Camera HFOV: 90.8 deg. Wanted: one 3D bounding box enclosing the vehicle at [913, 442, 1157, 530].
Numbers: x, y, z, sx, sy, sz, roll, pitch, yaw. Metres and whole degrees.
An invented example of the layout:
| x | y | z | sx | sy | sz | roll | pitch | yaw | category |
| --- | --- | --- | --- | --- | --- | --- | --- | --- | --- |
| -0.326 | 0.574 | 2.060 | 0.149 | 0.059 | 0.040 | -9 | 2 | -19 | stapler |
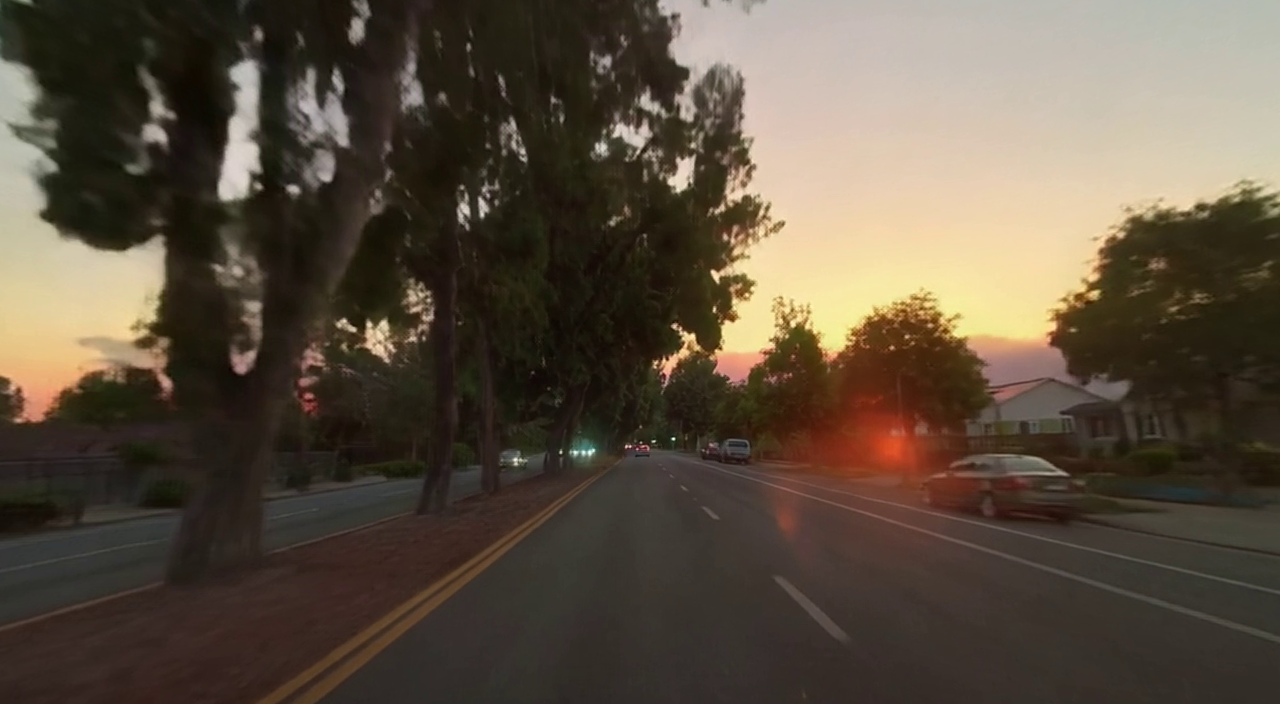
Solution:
| x | y | z | sx | sy | sz | roll | pitch | yaw | category |
| --- | --- | --- | --- | --- | --- | --- | --- | --- | --- |
| 7.609 | 2.585 | 12.913 | 1.967 | 1.449 | 4.645 | 0 | -8 | 0 | vehicle |

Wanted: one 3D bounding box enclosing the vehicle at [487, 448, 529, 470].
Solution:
| x | y | z | sx | sy | sz | roll | pitch | yaw | category |
| --- | --- | --- | --- | --- | --- | --- | --- | --- | --- |
| -9.662 | 7.886 | 46.631 | 2.061 | 1.490 | 4.637 | 0 | -8 | 1 | vehicle |
